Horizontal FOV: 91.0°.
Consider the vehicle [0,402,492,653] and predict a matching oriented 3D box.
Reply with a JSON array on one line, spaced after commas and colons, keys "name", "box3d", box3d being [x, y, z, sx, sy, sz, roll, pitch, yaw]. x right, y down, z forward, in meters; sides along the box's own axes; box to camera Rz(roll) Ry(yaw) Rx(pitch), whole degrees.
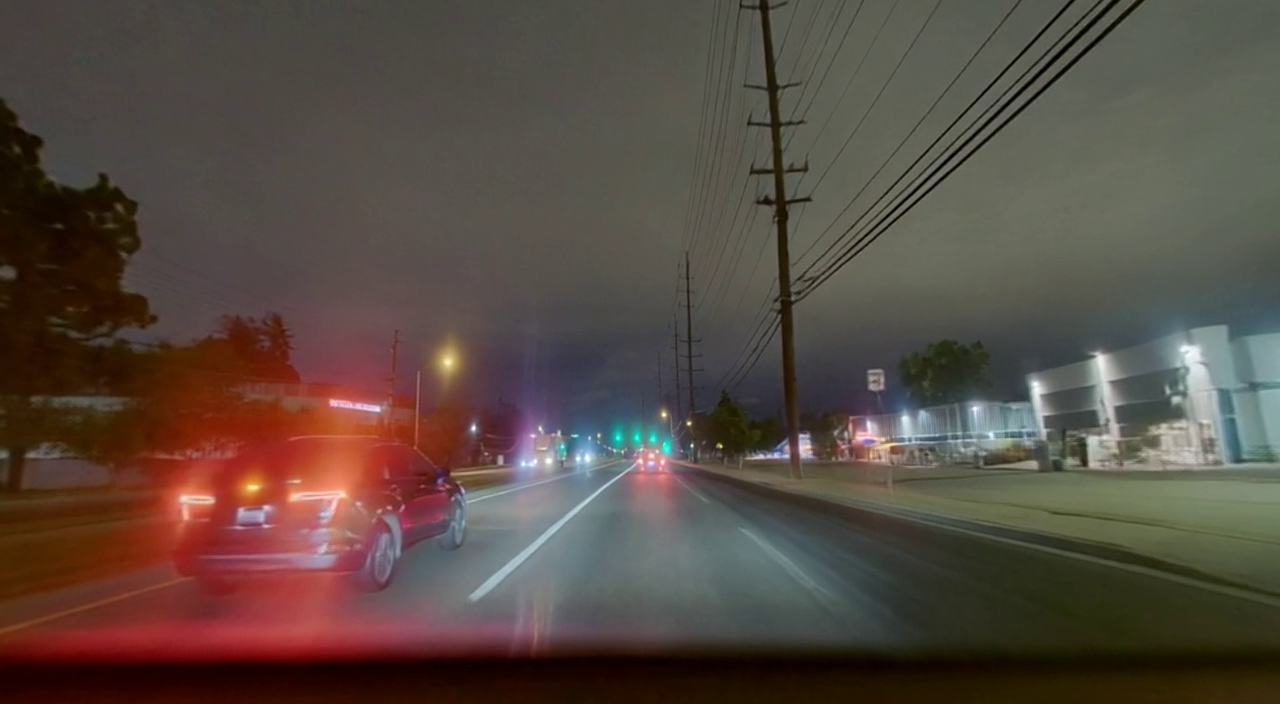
[{"name": "vehicle", "box3d": [-3.254, 1.546, 6.684, 2.169, 1.679, 4.723, 0, -9, 1]}]

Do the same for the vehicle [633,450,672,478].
[{"name": "vehicle", "box3d": [0.680, 6.481, 36.626, 2.114, 1.492, 4.453, 0, -9, -1]}]
